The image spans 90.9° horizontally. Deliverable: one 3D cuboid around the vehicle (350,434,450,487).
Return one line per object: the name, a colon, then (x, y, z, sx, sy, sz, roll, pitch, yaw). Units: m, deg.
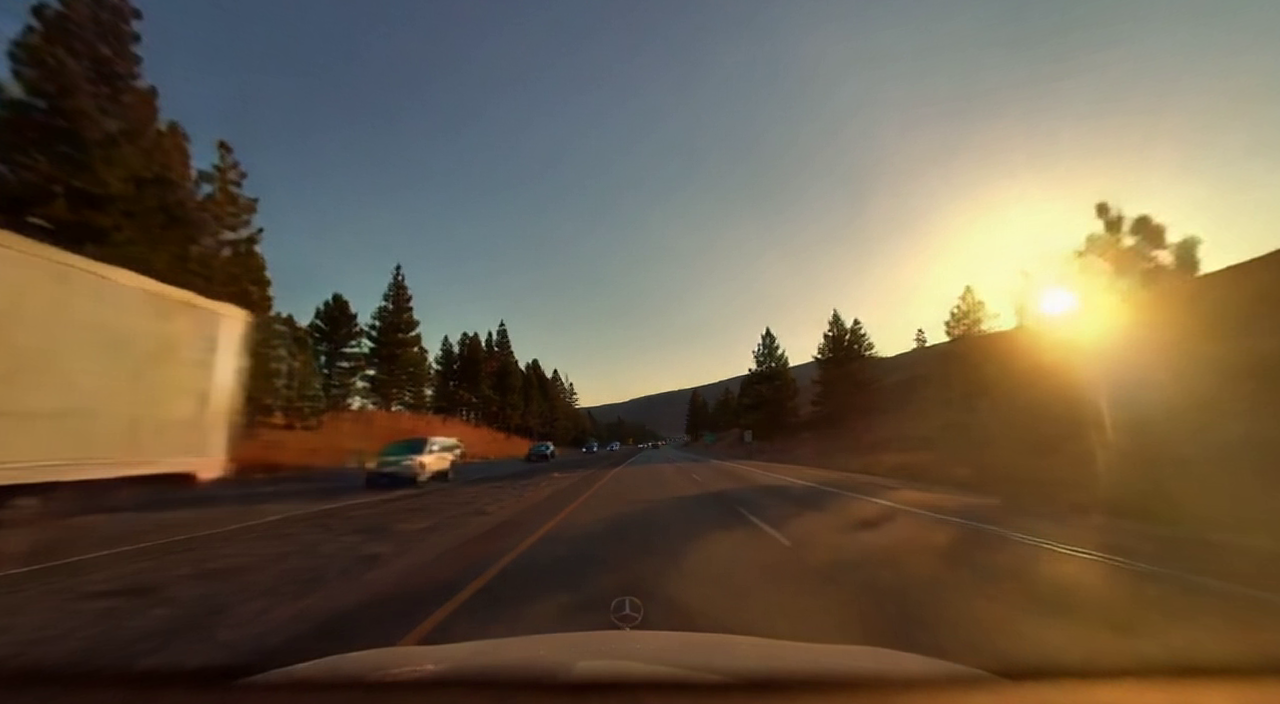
vehicle: (-9.273, 4.204, 24.838, 2.034, 1.864, 4.688, 0, -8, 1)

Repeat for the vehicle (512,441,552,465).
vehicle: (-8.167, 7.654, 47.922, 2.113, 1.697, 4.718, 0, -8, 1)
